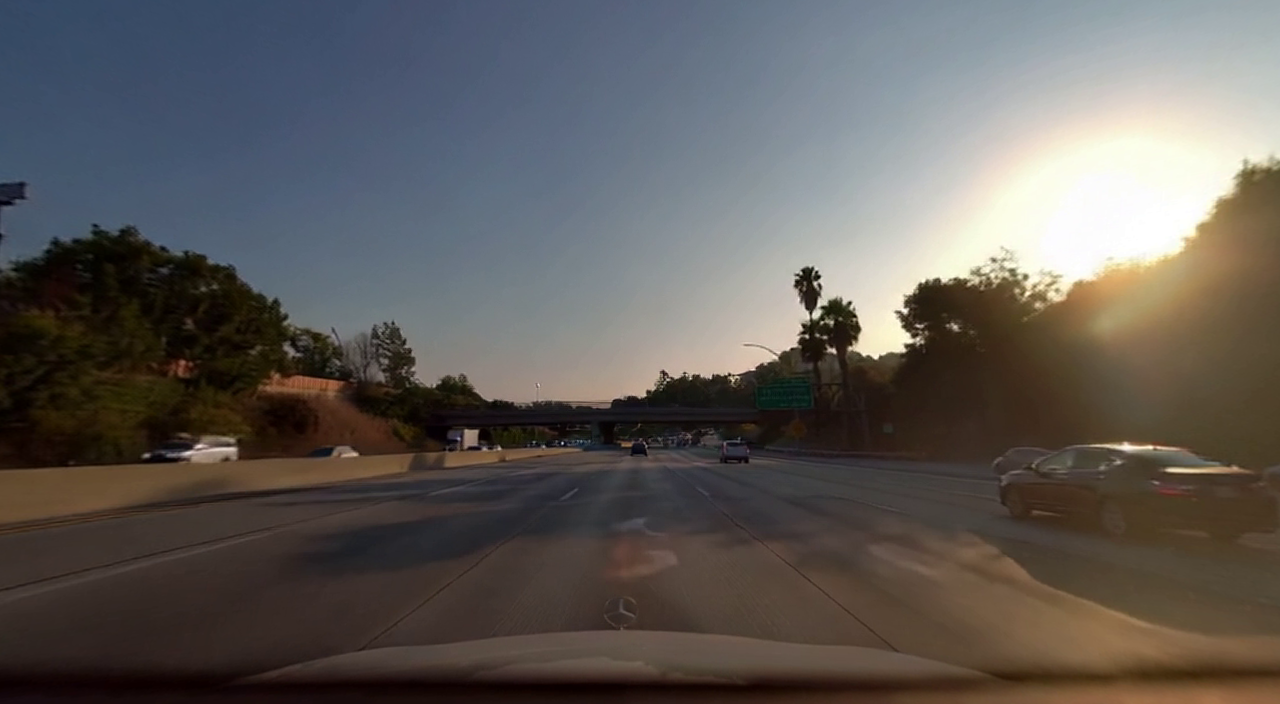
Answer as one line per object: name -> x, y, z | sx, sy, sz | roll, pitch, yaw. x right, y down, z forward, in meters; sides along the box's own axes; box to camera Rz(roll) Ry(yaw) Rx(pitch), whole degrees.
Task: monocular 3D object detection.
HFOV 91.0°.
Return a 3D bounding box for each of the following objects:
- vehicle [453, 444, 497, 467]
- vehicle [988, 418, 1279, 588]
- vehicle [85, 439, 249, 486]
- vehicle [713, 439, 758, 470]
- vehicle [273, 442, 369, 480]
vehicle -> -12.305, 7.744, 47.292 | 1.946, 1.614, 4.913 | 0, -8, 1
vehicle -> 6.829, 1.789, 8.323 | 1.902, 1.623, 4.360 | 0, -8, 0
vehicle -> -23.127, 5.422, 31.387 | 2.620, 2.052, 7.153 | 0, -8, 0
vehicle -> 5.553, 6.031, 37.131 | 2.035, 1.704, 3.867 | 0, -8, 0
vehicle -> -15.980, 5.450, 31.876 | 2.306, 1.760, 4.877 | 0, -8, 0
